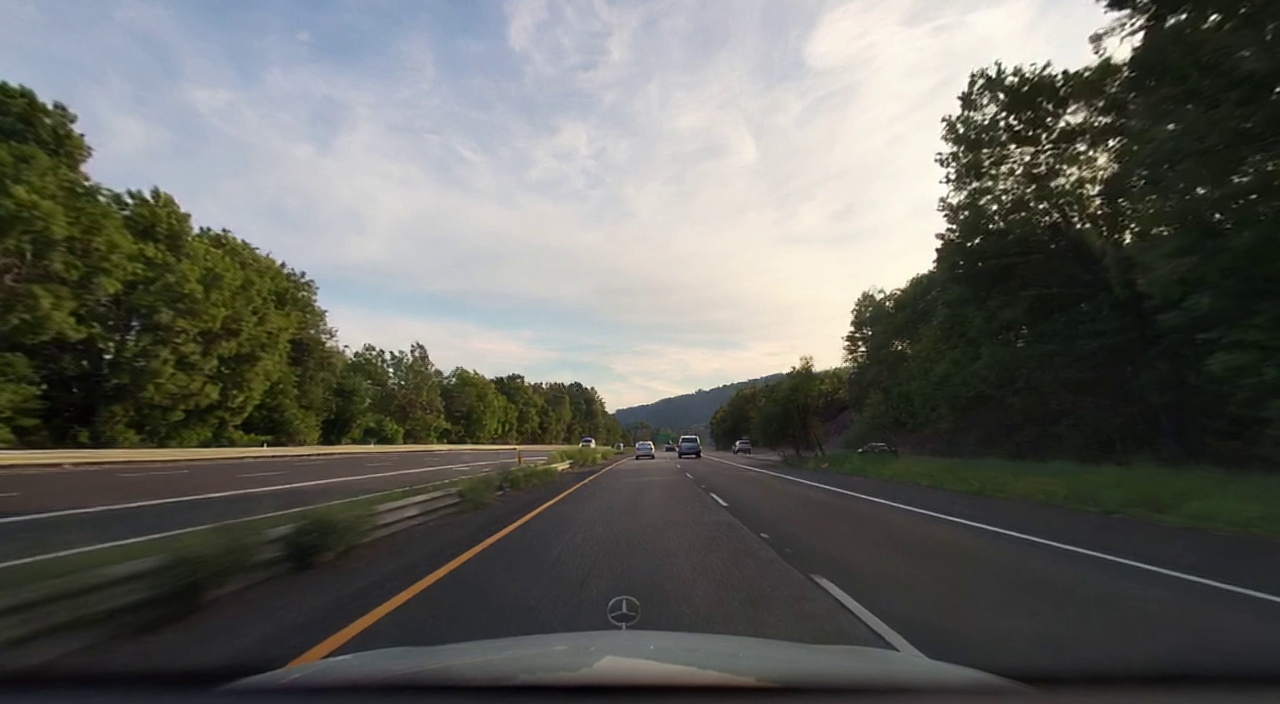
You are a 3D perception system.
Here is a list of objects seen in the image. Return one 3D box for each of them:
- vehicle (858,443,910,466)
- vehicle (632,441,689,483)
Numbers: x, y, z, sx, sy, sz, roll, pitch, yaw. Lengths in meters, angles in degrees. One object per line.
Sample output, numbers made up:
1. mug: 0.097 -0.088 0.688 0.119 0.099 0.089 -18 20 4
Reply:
1. vehicle: 16.726 7.046 43.345 1.926 1.483 3.528 0 -9 -4
2. vehicle: 0.750 4.329 25.048 2.053 1.483 4.185 0 -9 0
